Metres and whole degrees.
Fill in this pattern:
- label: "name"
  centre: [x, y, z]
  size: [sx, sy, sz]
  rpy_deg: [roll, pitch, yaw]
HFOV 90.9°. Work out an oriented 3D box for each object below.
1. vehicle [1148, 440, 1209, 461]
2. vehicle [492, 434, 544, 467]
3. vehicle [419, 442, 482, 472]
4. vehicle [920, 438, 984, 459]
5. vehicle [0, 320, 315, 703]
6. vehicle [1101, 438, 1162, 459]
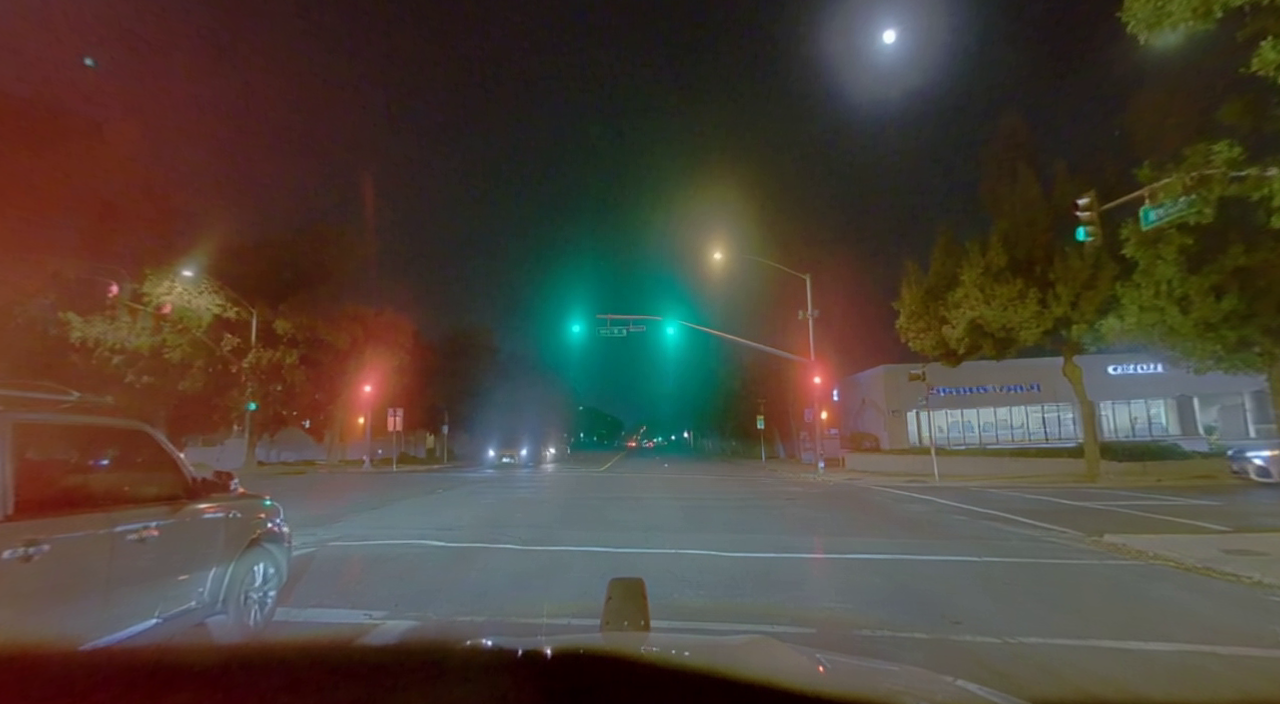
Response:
- label: "vehicle"
  centre: [41.151, 7.560, 48.266]
  size: [1.767, 1.456, 4.191]
  rpy_deg: [-4, -11, 15]
- label: "vehicle"
  centre: [-7.168, 5.854, 37.464]
  size: [2.081, 1.818, 4.782]
  rpy_deg: [0, -8, 1]
- label: "vehicle"
  centre: [-10.638, 5.911, 35.716]
  size: [2.041, 1.548, 4.868]
  rpy_deg: [0, -8, 0]
- label: "vehicle"
  centre: [21.468, 6.644, 43.400]
  size: [3.576, 1.425, 1.702]
  rpy_deg: [2, -8, -11]
- label: "vehicle"
  centre: [-3.476, 0.786, 2.492]
  size: [2.000, 1.789, 4.638]
  rpy_deg: [0, -8, -2]
- label: "vehicle"
  centre: [38.476, 7.552, 49.503]
  size: [1.837, 1.514, 4.786]
  rpy_deg: [-2, -9, 13]
